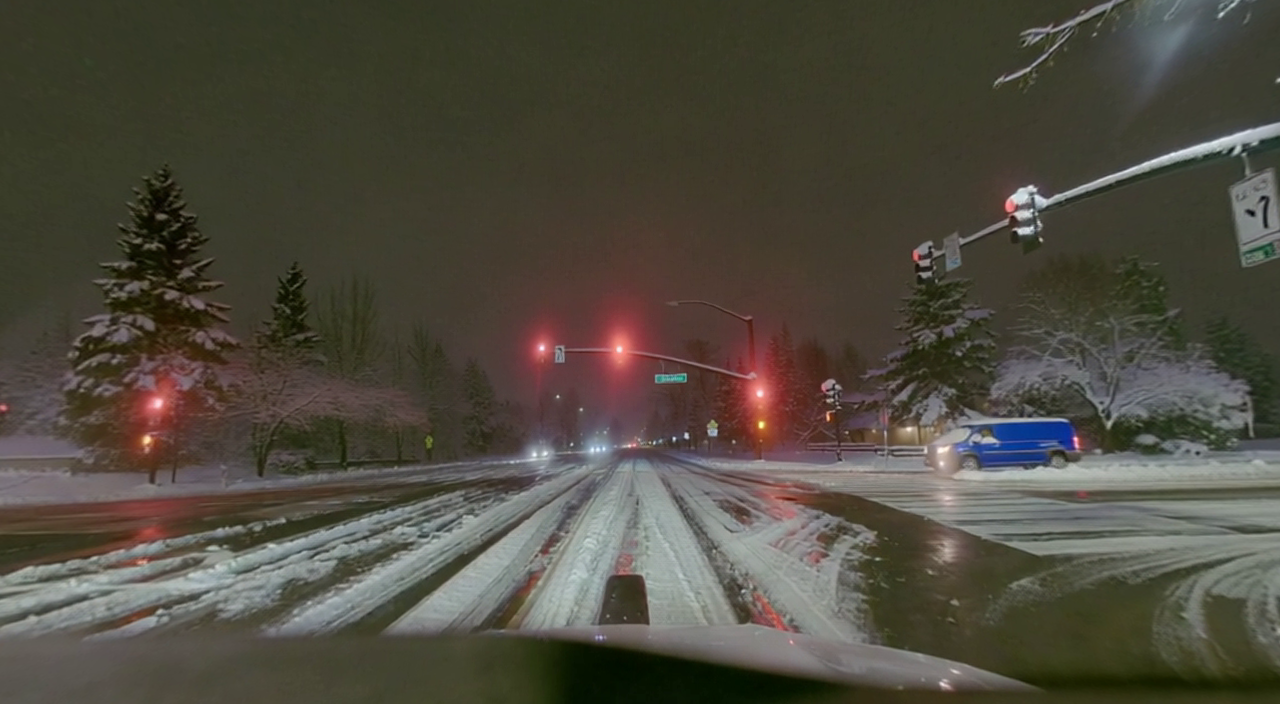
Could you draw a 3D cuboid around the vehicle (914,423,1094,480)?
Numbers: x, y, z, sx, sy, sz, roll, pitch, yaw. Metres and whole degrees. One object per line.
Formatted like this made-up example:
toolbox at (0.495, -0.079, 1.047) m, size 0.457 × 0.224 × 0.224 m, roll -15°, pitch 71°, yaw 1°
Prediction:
vehicle at (12.097, 3.320, 21.190) m, size 4.790 × 1.798 × 1.909 m, roll 0°, pitch -8°, yaw 1°
